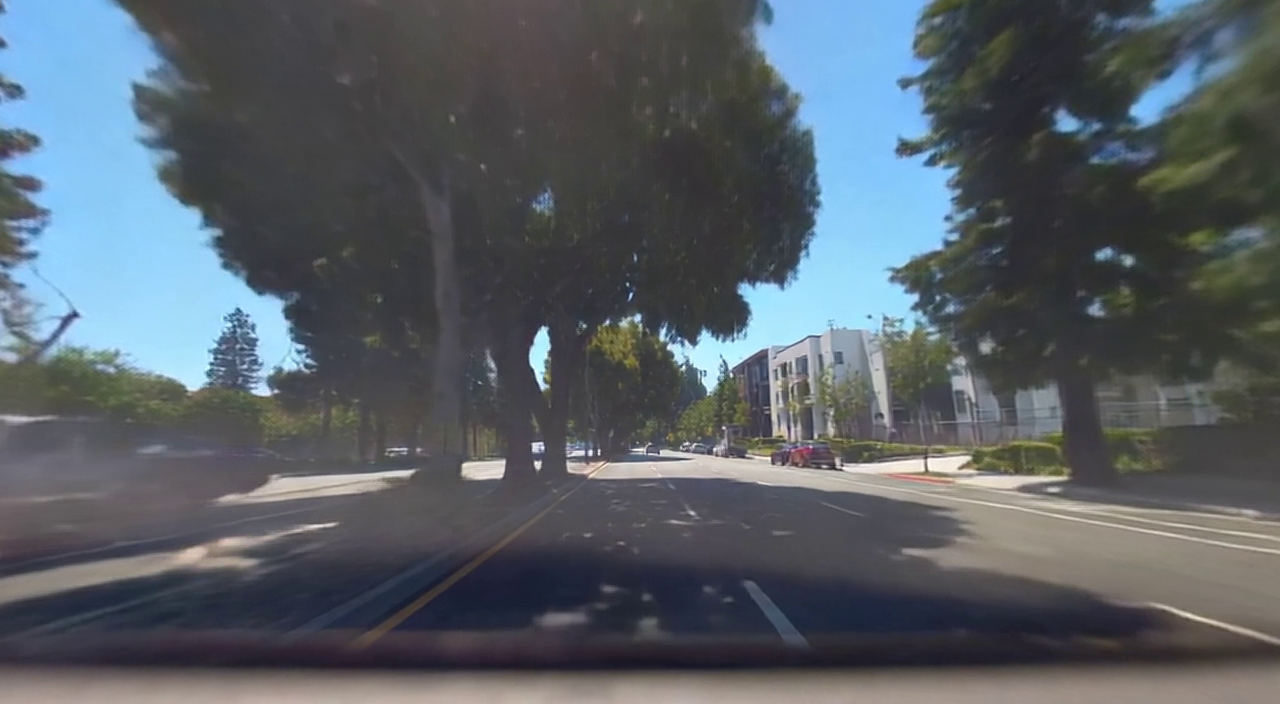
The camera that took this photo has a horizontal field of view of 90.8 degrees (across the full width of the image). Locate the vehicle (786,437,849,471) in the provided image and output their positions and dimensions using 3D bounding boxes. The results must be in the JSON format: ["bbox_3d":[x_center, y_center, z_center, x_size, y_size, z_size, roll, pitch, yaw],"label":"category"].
[{"bbox_3d":[10.110,5.841,36.388,2.043,1.761,5.022,0,-8,-1],"label":"vehicle"}]

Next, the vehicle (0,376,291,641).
[{"bbox_3d":[-5.434,1.278,5.702,2.098,1.789,4.338,0,-8,-1],"label":"vehicle"}]
